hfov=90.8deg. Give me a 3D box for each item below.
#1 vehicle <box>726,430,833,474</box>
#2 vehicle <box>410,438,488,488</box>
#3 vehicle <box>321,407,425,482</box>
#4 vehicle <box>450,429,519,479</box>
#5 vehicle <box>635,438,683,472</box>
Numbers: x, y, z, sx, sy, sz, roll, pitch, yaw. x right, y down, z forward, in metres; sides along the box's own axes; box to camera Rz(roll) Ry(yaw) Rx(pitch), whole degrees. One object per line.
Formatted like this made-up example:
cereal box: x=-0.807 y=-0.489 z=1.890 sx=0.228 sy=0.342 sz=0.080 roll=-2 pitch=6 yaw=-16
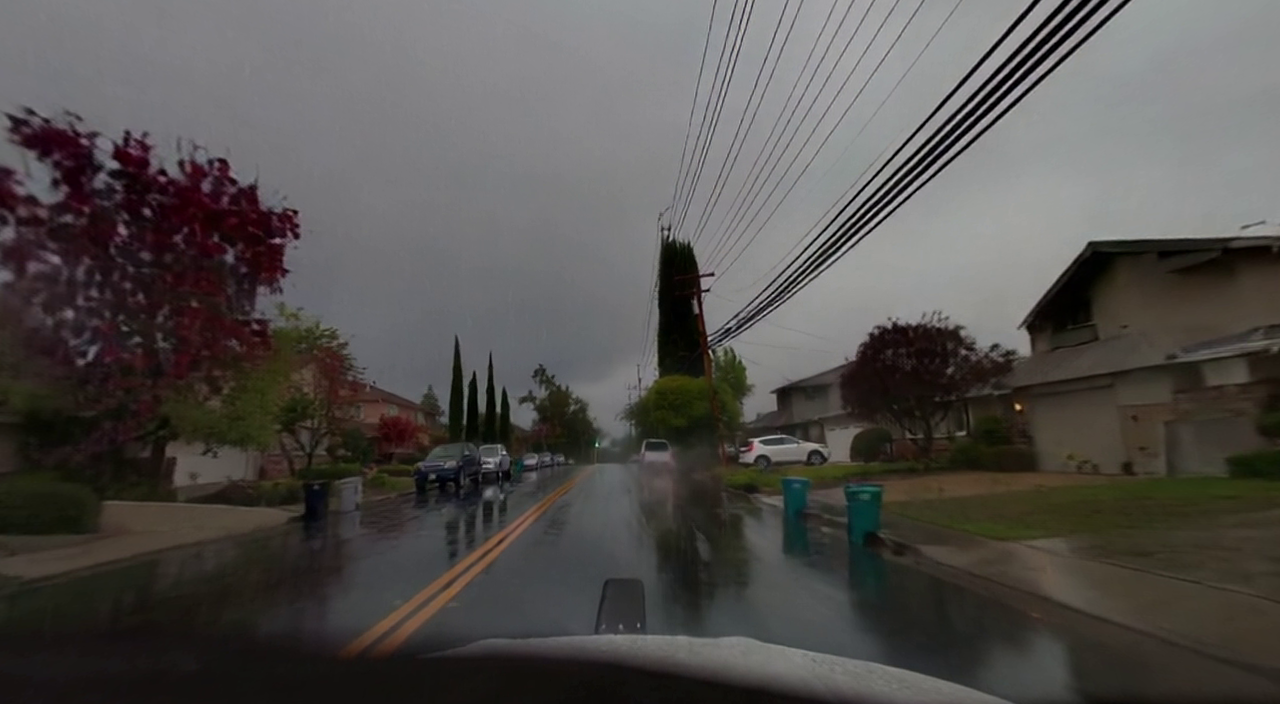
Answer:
vehicle: x=6.647 y=4.831 z=30.447 sx=4.489 sy=1.812 sz=2.056 roll=0 pitch=-13 yaw=-7
vehicle: x=-7.767 y=4.666 z=26.182 sx=2.046 sy=1.777 sz=4.473 roll=-2 pitch=-12 yaw=-3
vehicle: x=-12.998 y=4.631 z=31.591 sx=2.781 sy=3.221 sz=7.995 roll=1 pitch=-8 yaw=-9
vehicle: x=-8.010 y=5.467 z=33.221 sx=2.269 sy=2.229 sz=6.042 roll=-2 pitch=-12 yaw=-1
vehicle: x=1.115 y=6.421 z=39.720 sx=2.203 sy=1.952 sz=5.111 roll=1 pitch=-8 yaw=-7
